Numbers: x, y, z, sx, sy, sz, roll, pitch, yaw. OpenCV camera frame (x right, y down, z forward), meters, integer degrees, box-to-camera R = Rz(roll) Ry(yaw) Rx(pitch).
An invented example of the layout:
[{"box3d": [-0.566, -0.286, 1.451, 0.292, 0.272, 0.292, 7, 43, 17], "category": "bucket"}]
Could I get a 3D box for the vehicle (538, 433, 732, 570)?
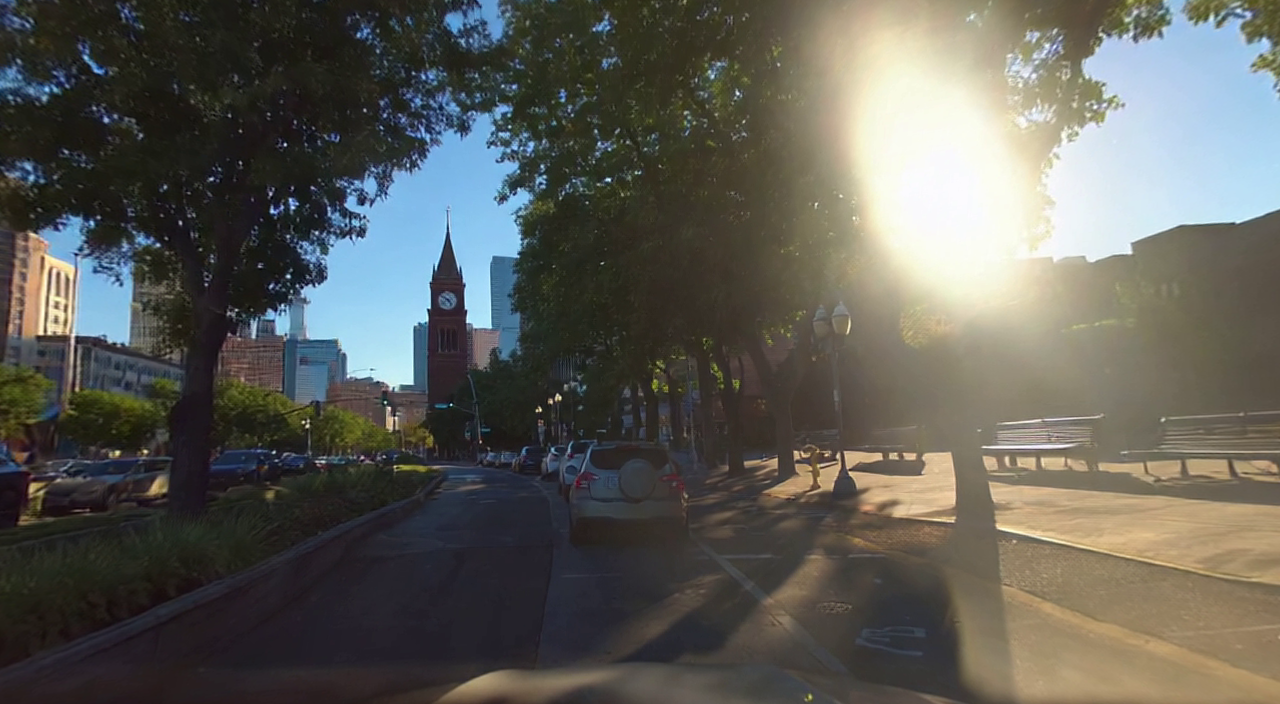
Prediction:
[{"box3d": [-0.234, 1.940, 9.029, 2.142, 1.475, 4.051, 1, -8, -6], "category": "vehicle"}]
